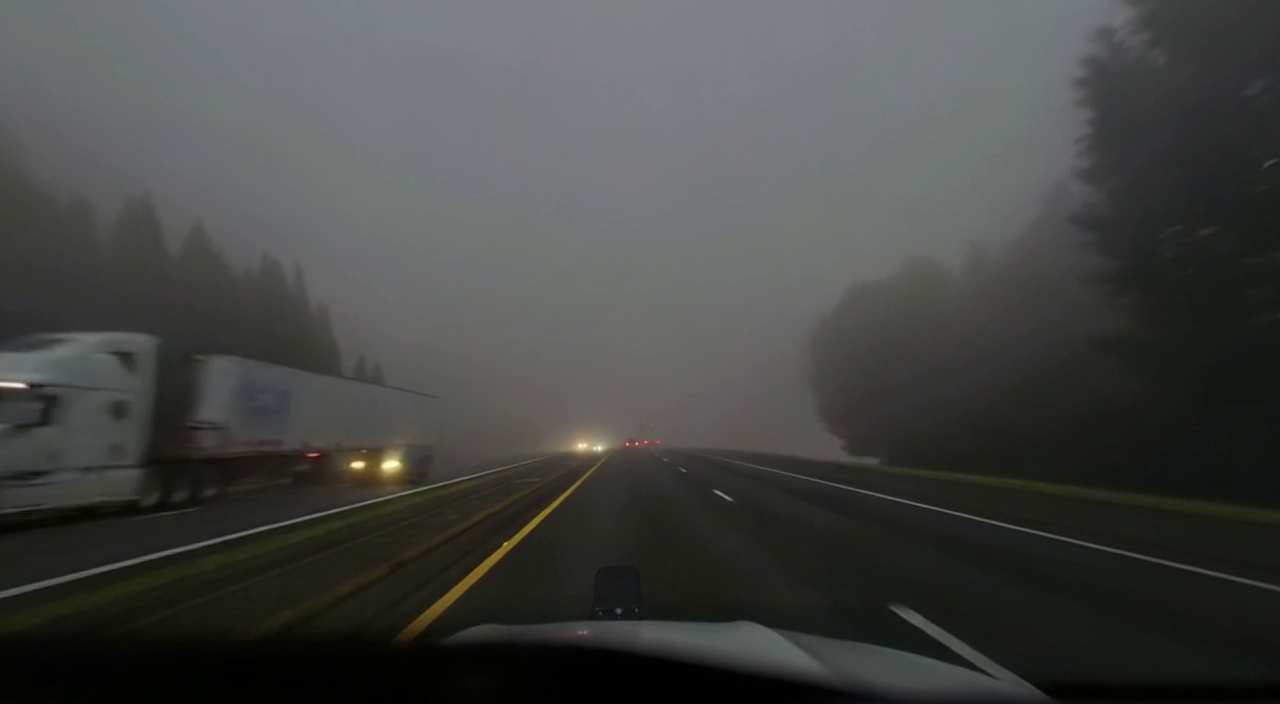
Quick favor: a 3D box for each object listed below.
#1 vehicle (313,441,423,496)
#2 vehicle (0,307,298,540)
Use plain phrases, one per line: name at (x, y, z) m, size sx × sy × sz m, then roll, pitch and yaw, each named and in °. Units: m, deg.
vehicle at (-8.291, 3.542, 19.573) m, size 1.821 × 1.492 × 3.746 m, roll 0°, pitch -8°, yaw -1°
vehicle at (-12.574, 1.824, 15.227) m, size 2.979 × 3.983 × 10.131 m, roll 0°, pitch -8°, yaw -1°
